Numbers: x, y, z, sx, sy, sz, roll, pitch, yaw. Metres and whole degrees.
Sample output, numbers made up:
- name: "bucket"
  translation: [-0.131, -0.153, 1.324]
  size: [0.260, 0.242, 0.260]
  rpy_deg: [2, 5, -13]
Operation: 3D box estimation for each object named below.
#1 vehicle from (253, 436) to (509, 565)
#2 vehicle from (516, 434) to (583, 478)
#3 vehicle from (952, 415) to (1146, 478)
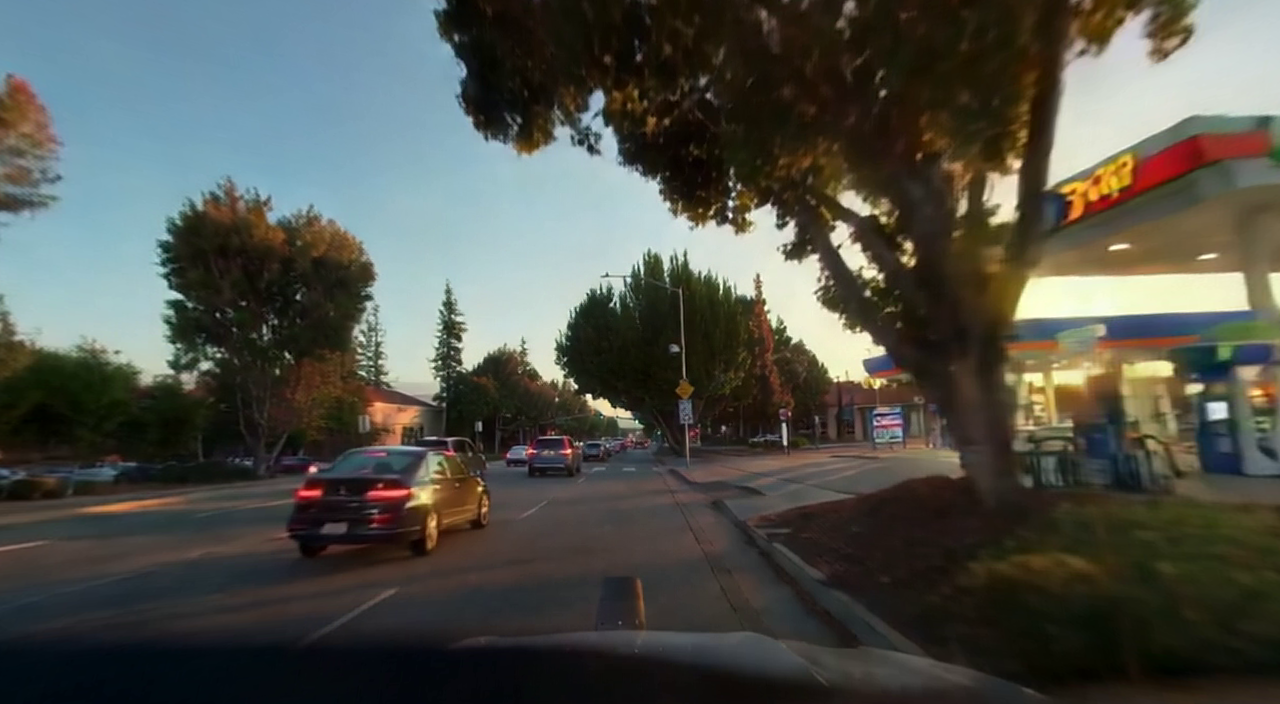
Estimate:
- name: "vehicle"
  translation: [-3.408, 2.022, 9.377]
  size: [1.888, 1.452, 4.303]
  rpy_deg: [-1, -9, 2]
- name: "vehicle"
  translation: [-3.988, 4.671, 28.534]
  size: [2.306, 1.815, 4.476]
  rpy_deg: [0, -9, 1]
- name: "vehicle"
  translation: [12.193, 2.841, 19.045]
  size: [4.385, 1.439, 1.912]
  rpy_deg: [-5, -7, 4]
